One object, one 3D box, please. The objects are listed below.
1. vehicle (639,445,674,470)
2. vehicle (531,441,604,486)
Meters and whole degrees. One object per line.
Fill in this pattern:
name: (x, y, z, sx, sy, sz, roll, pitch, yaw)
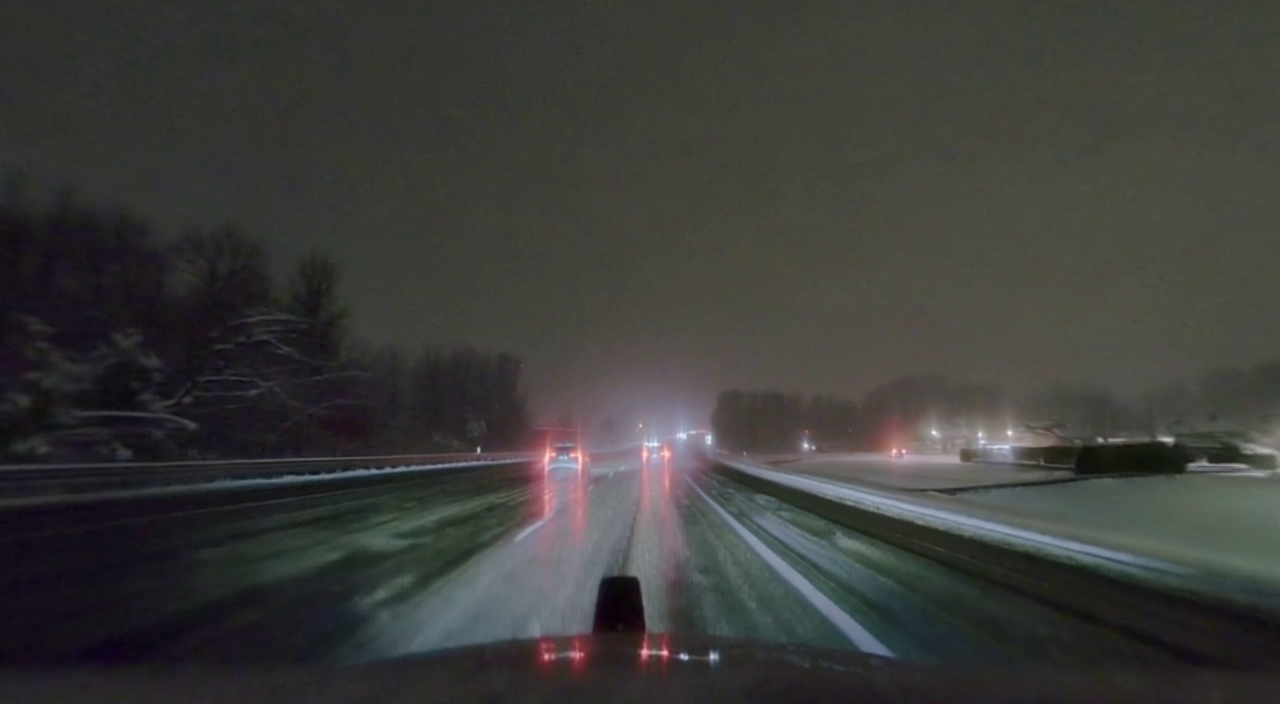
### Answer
vehicle: (1.107, 6.799, 40.720, 2.129, 1.502, 4.321, -1, -9, 2)
vehicle: (-2.708, 4.308, 24.576, 2.129, 1.563, 4.387, -1, -9, 2)
